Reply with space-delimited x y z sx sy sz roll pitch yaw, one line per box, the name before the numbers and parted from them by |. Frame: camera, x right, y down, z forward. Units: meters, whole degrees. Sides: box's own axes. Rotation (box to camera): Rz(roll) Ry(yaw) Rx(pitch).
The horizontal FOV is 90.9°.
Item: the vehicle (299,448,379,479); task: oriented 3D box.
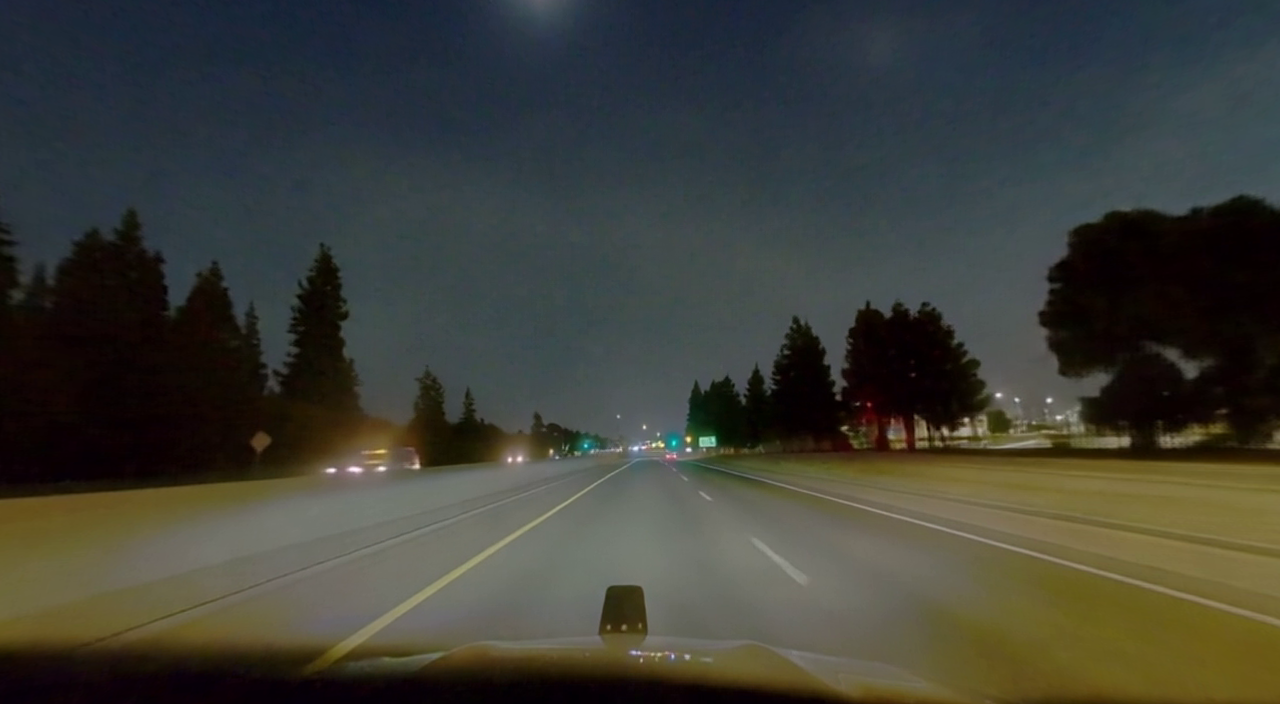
vehicle | -21.906 8.110 46.300 2.507 2.080 6.634 -1 -8 1
